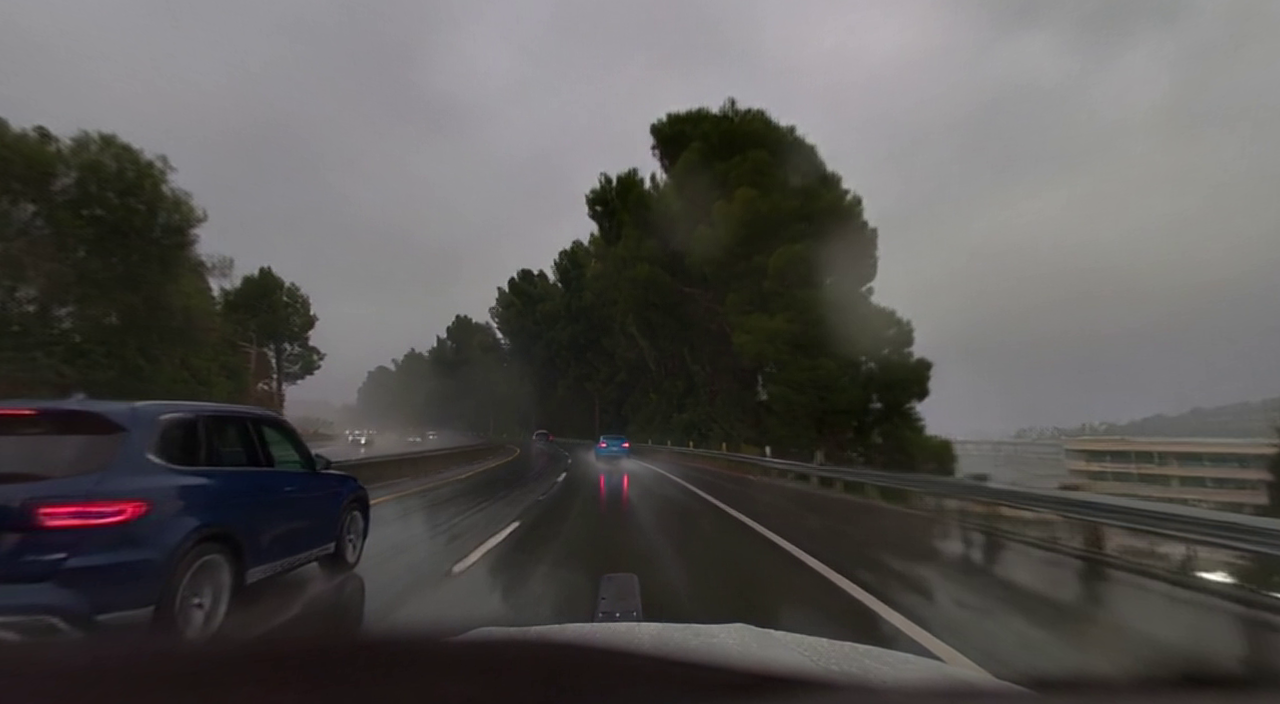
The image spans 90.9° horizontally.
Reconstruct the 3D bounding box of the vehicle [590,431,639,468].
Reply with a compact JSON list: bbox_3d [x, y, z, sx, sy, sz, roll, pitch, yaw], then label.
[{"bbox_3d":[-1.439,5.231,33.944,2.452,1.857,4.022,1,-8,-4],"label":"vehicle"}]

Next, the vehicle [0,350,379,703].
[{"bbox_3d":[-4.246,1.232,5.351,2.053,1.847,4.760,0,-8,-1],"label":"vehicle"}]
